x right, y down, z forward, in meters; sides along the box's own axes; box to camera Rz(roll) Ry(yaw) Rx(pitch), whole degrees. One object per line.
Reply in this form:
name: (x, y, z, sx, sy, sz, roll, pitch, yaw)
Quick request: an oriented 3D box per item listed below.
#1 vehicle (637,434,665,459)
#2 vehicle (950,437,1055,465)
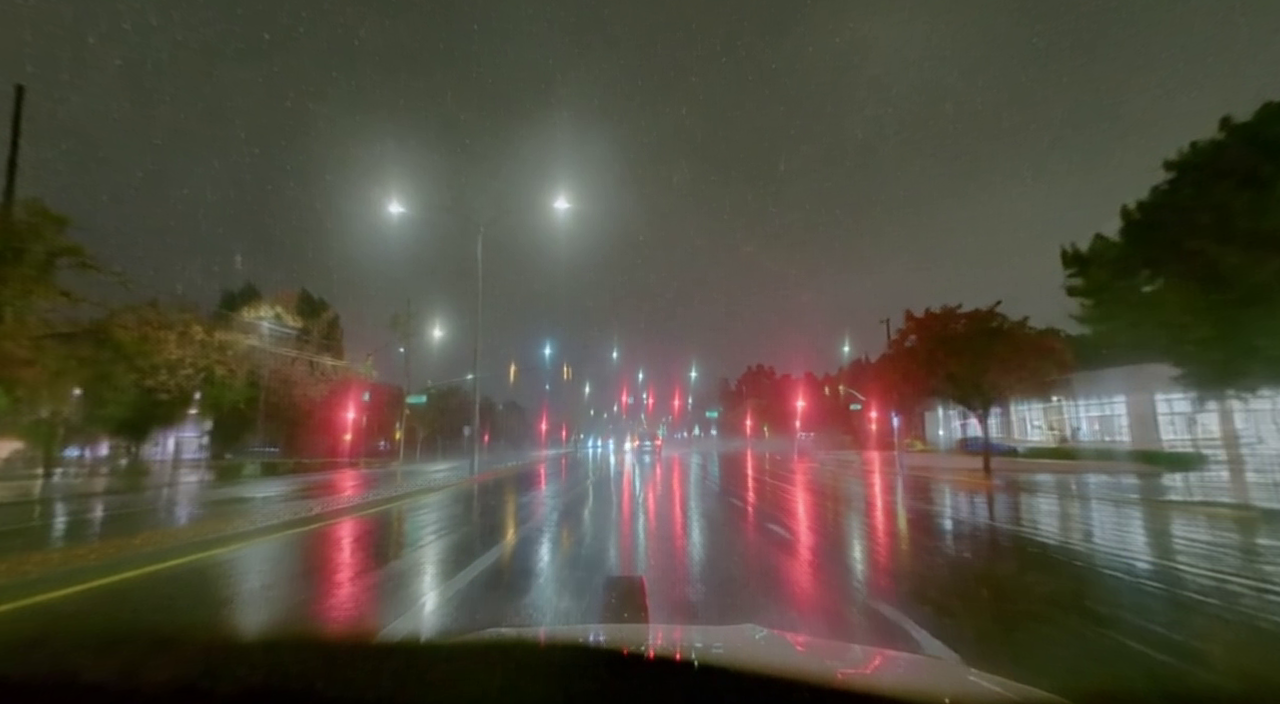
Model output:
vehicle: (0.849, 7.050, 47.195, 1.994, 1.759, 4.186, 0, -8, 2)
vehicle: (19.884, 5.438, 34.683, 4.479, 1.488, 2.038, 0, -8, -1)
